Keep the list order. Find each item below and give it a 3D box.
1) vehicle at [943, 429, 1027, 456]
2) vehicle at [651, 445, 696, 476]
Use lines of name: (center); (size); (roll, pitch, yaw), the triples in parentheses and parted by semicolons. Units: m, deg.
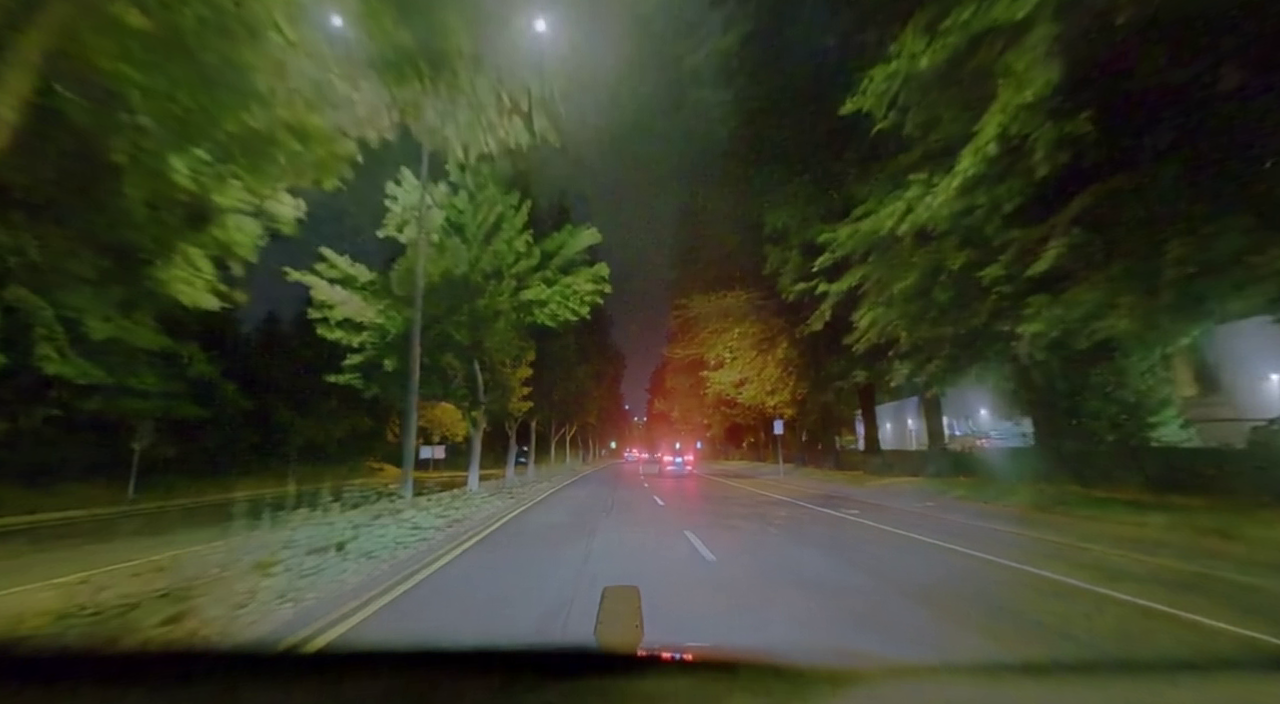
vehicle: (27.333, 7.189, 49.995); (5.465, 2.116, 2.004); (0, -9, 0)
vehicle: (1.766, 5.918, 34.528); (2.044, 1.537, 4.528); (0, -9, -2)
